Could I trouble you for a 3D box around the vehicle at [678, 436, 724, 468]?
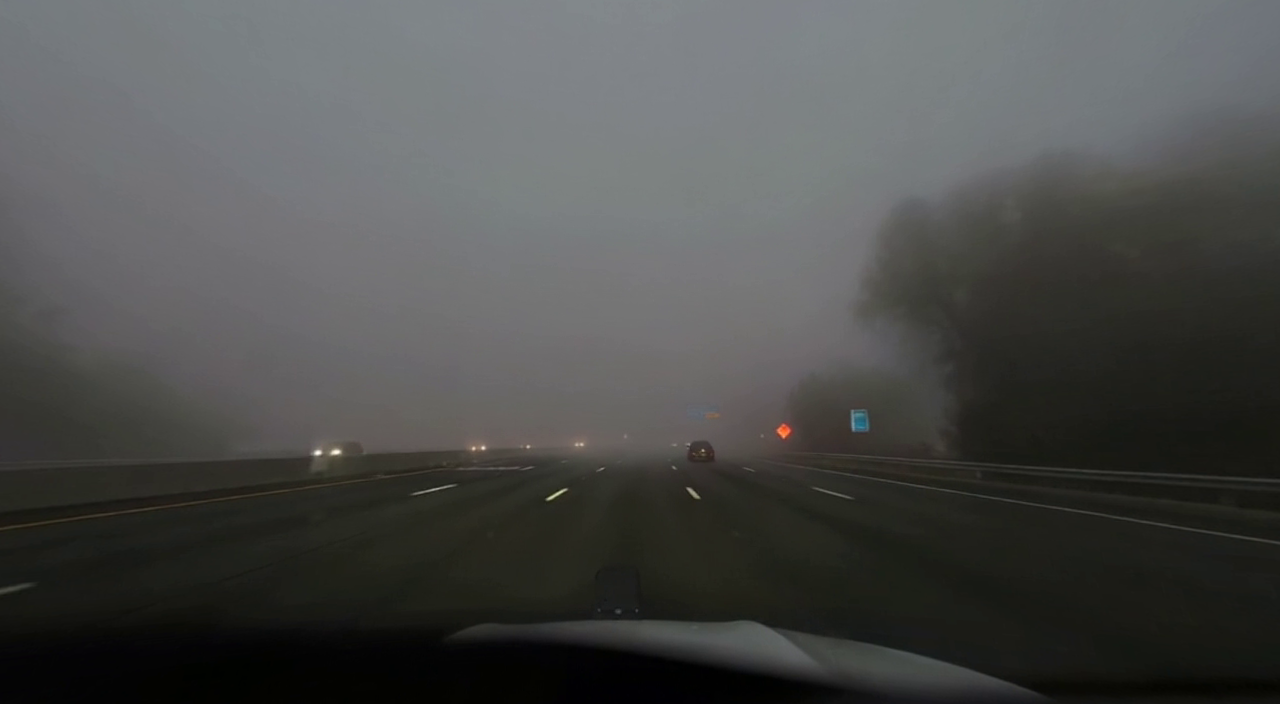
[{"bbox_3d":[3.549,5.902,37.389,2.224,1.738,4.376,0,-9,-1],"label":"vehicle"}]
